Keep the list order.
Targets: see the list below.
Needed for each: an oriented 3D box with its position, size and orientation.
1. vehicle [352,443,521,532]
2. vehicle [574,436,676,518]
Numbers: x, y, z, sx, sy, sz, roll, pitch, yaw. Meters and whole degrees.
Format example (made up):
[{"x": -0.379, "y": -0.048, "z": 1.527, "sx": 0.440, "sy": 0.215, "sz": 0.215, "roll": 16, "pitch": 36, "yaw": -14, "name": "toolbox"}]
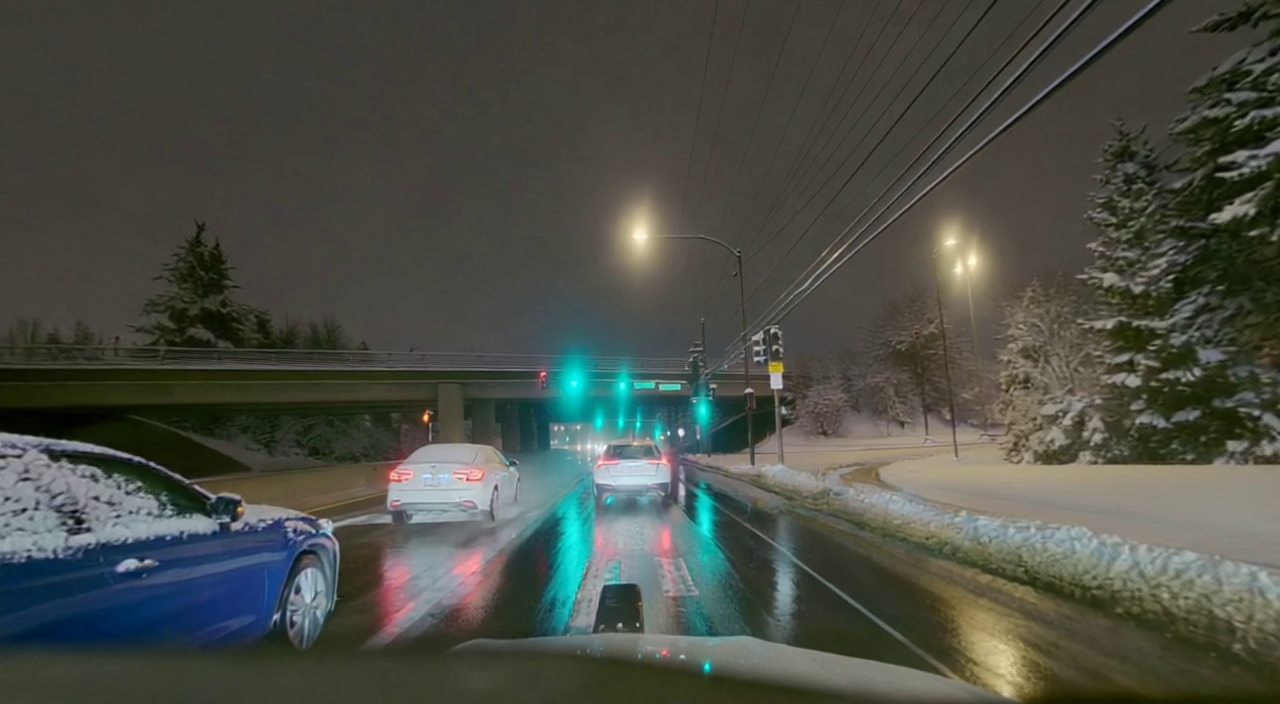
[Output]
[{"x": -3.745, "y": 2.536, "z": 12.520, "sx": 1.946, "sy": 1.437, "sz": 4.154, "roll": 0, "pitch": -8, "yaw": 0, "name": "vehicle"}, {"x": -0.318, "y": 2.731, "z": 14.294, "sx": 1.985, "sy": 1.565, "sz": 3.968, "roll": 0, "pitch": -8, "yaw": -1, "name": "vehicle"}]
